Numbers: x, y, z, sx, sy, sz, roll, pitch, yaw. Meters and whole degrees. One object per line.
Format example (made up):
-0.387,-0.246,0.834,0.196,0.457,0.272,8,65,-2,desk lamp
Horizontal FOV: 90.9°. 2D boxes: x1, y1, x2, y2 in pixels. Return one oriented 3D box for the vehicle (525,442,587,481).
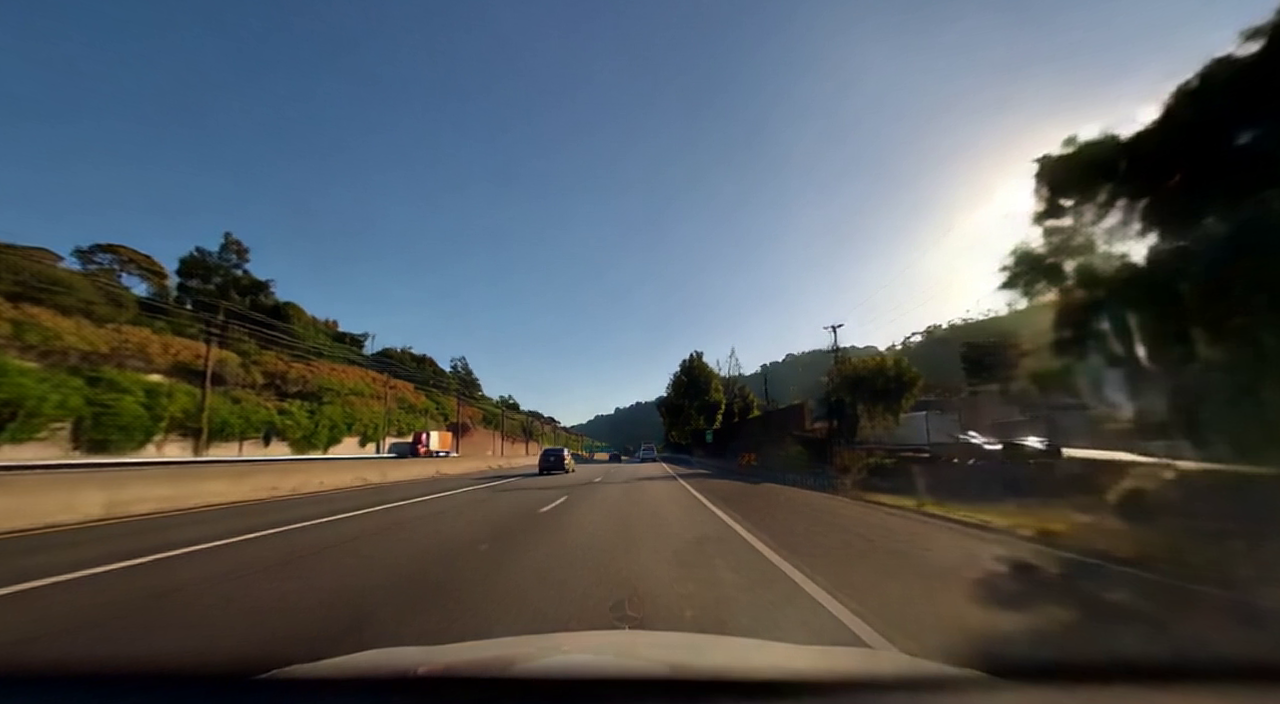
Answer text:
-3.895,5.183,29.979,2.263,1.696,4.321,0,-9,1,vehicle
